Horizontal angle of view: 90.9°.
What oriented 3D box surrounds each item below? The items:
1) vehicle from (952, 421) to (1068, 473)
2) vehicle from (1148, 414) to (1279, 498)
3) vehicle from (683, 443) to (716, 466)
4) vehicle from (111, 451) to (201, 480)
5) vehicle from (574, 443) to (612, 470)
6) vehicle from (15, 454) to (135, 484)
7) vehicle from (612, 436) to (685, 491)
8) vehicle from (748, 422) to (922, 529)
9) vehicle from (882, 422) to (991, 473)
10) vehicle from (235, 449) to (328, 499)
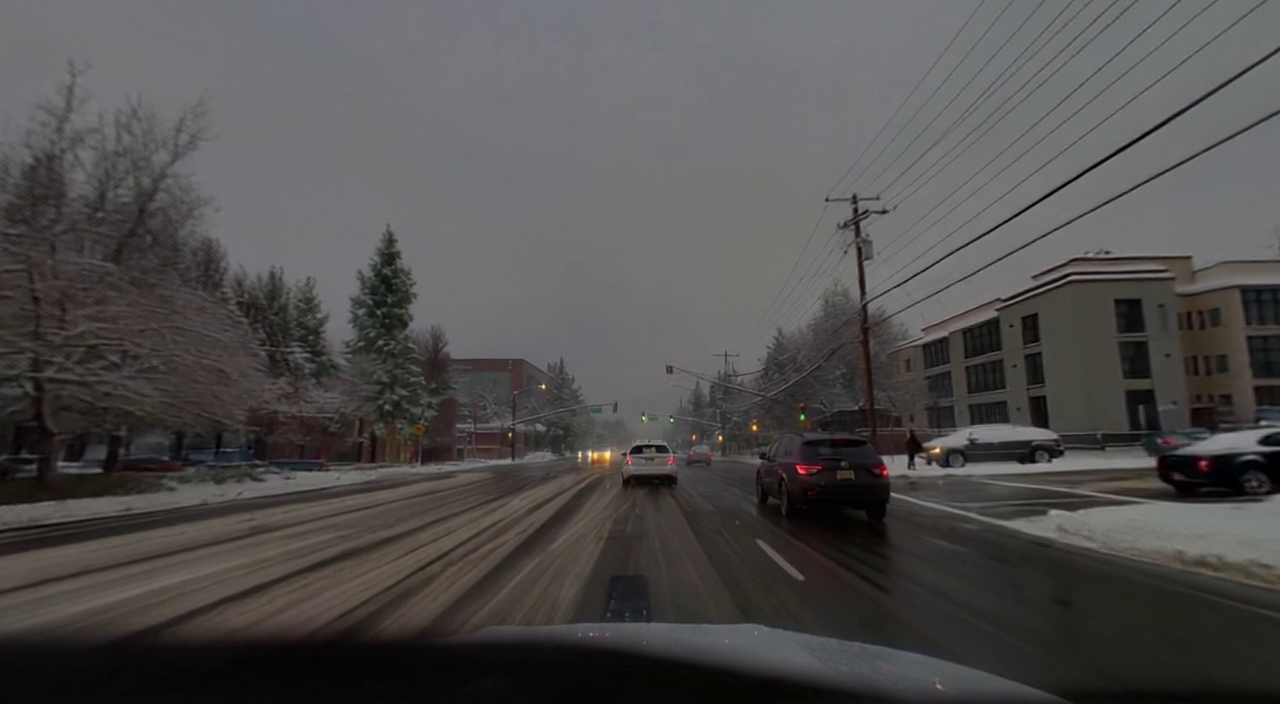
[{"bbox_3d":[14.349,3.745,24.819,2.146,1.837,4.512,-1,-9,6],"label":"vehicle"},{"bbox_3d":[13.362,2.165,13.197,1.899,1.602,4.297,0,-9,2],"label":"vehicle"},{"bbox_3d":[4.079,7.147,43.938,1.880,1.503,4.130,0,-9,-1],"label":"vehicle"},{"bbox_3d":[-30.502,7.130,39.889,1.903,1.649,4.654,0,-9,1],"label":"vehicle"},{"bbox_3d":[-2.786,6.146,37.247,2.104,1.488,4.546,0,-9,-4],"label":"vehicle"},{"bbox_3d":[-30.536,6.310,34.293,1.951,1.459,4.803,0,-9,2],"label":"vehicle"},{"bbox_3d":[0.269,3.698,21.322,2.200,1.653,4.127,0,-9,0],"label":"vehicle"},{"bbox_3d":[3.562,2.350,12.579,2.024,1.711,4.512,0,-9,0],"label":"vehicle"},{"bbox_3d":[11.741,3.861,25.435,2.238,1.845,4.874,-1,-9,3],"label":"vehicle"},{"bbox_3d":[-12.705,4.284,22.225,2.006,1.510,4.290,6,-12,-40],"label":"vehicle"}]
